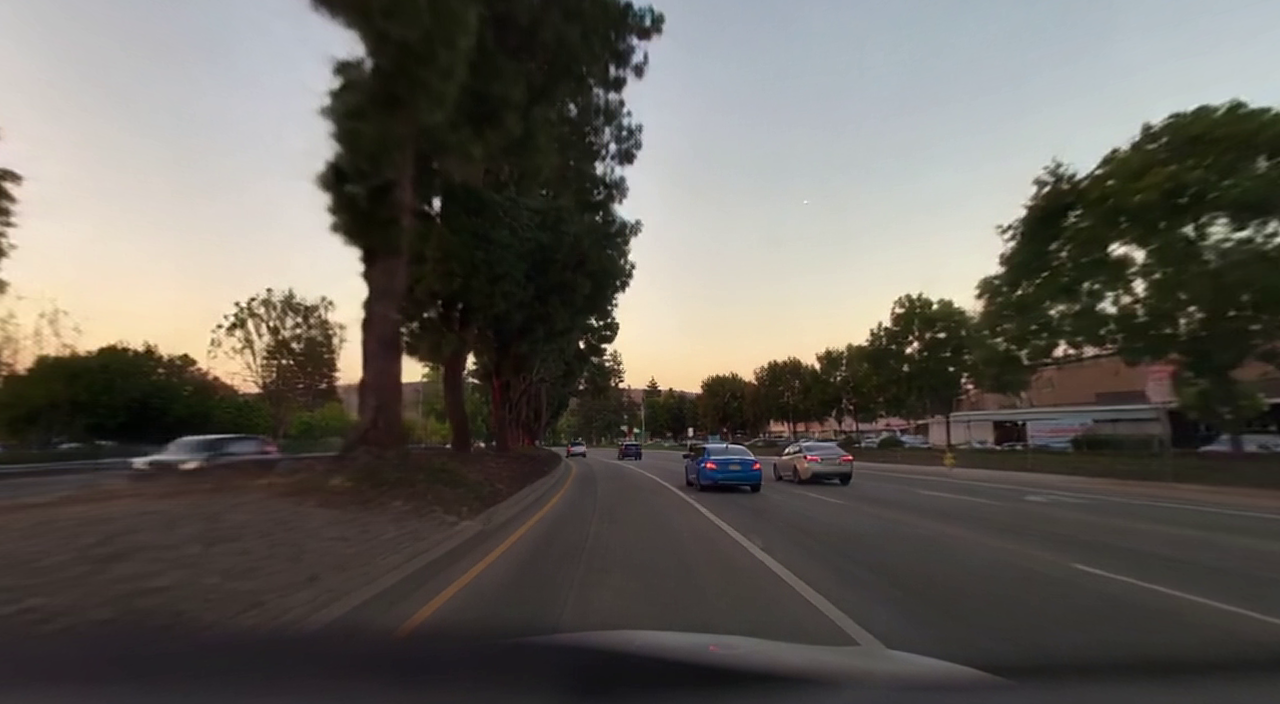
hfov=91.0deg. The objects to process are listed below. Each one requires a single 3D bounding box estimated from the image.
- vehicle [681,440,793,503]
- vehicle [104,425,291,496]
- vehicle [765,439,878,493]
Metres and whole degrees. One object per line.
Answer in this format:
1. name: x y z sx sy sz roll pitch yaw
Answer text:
1. vehicle: 2.414 3.104 16.845 2.077 1.464 4.134 1 -8 -4
2. vehicle: -11.560 2.860 16.913 1.968 1.643 4.351 0 -8 -2
3. vehicle: 5.467 3.484 19.617 1.901 1.474 4.363 1 -8 -4
